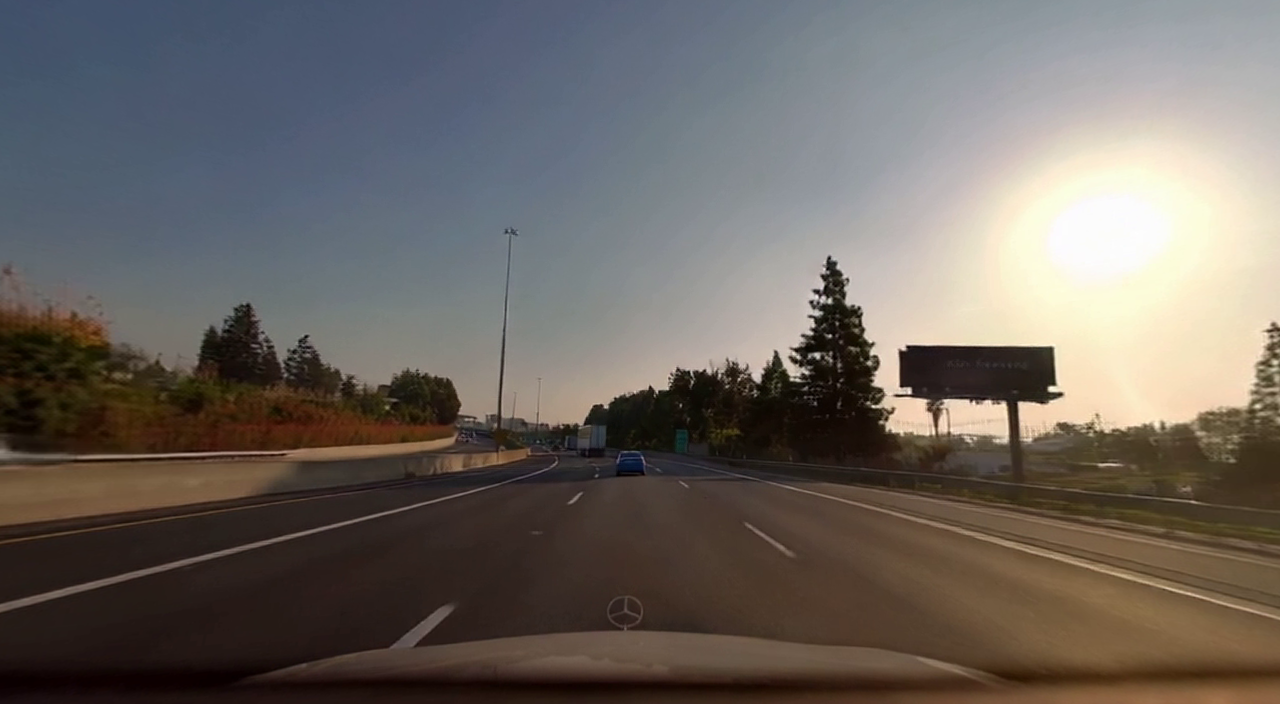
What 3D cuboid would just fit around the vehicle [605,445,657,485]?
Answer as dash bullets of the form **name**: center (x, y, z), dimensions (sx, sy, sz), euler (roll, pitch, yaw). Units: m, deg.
- **vehicle**: center (-0.428, 4.754, 26.863), dimensions (2.042, 1.528, 4.300), euler (0, -8, -2)
